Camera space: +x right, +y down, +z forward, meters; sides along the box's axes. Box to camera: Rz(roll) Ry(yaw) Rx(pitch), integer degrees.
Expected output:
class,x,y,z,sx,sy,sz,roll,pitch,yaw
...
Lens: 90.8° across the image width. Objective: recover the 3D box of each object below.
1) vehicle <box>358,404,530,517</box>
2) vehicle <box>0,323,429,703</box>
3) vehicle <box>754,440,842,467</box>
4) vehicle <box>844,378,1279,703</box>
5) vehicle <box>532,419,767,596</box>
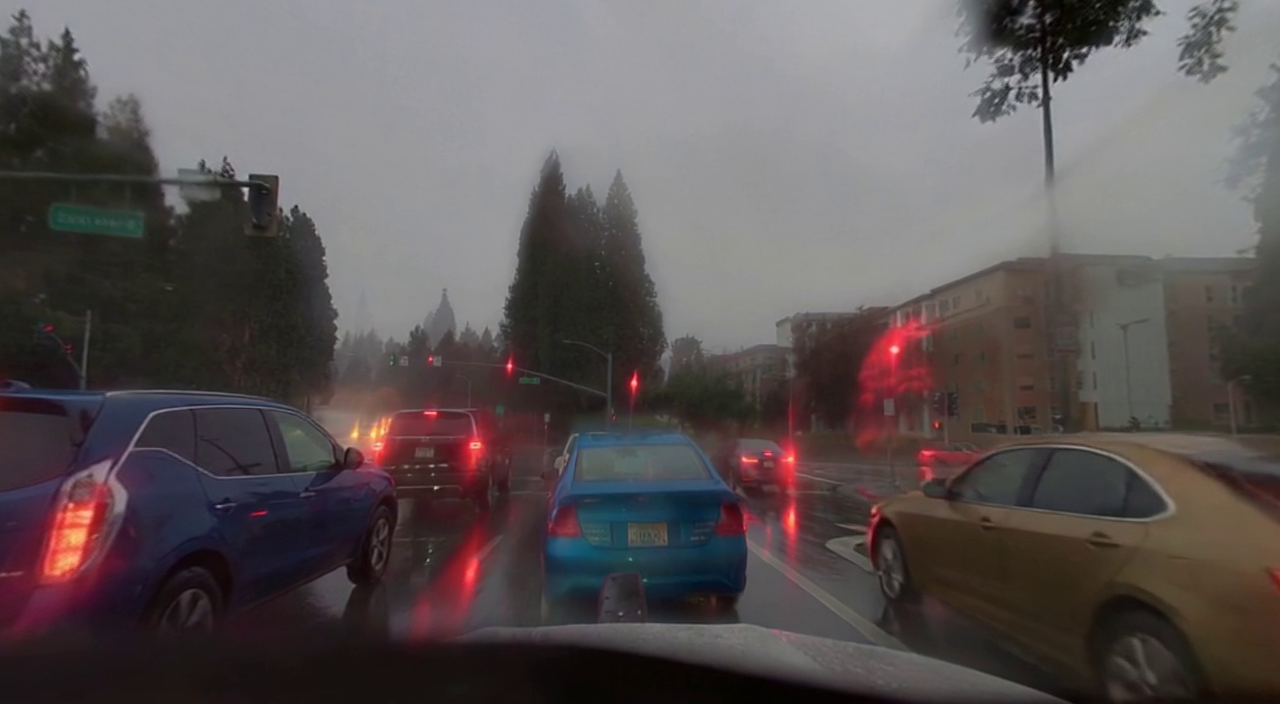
class,x,y,z,sx,sy,sz,roll,pitch,yaw
vehicle,-3.943,2.322,14.012,2.305,1.984,5.586,0,-8,-3
vehicle,-3.174,1.063,4.564,1.924,1.737,4.387,0,-8,-2
vehicle,9.523,6.147,38.270,4.737,1.572,2.026,0,-8,-3
vehicle,3.195,1.113,3.924,2.100,1.524,4.746,0,-8,-2
vehicle,-0.050,1.650,7.661,2.001,1.483,4.442,0,-8,-3
